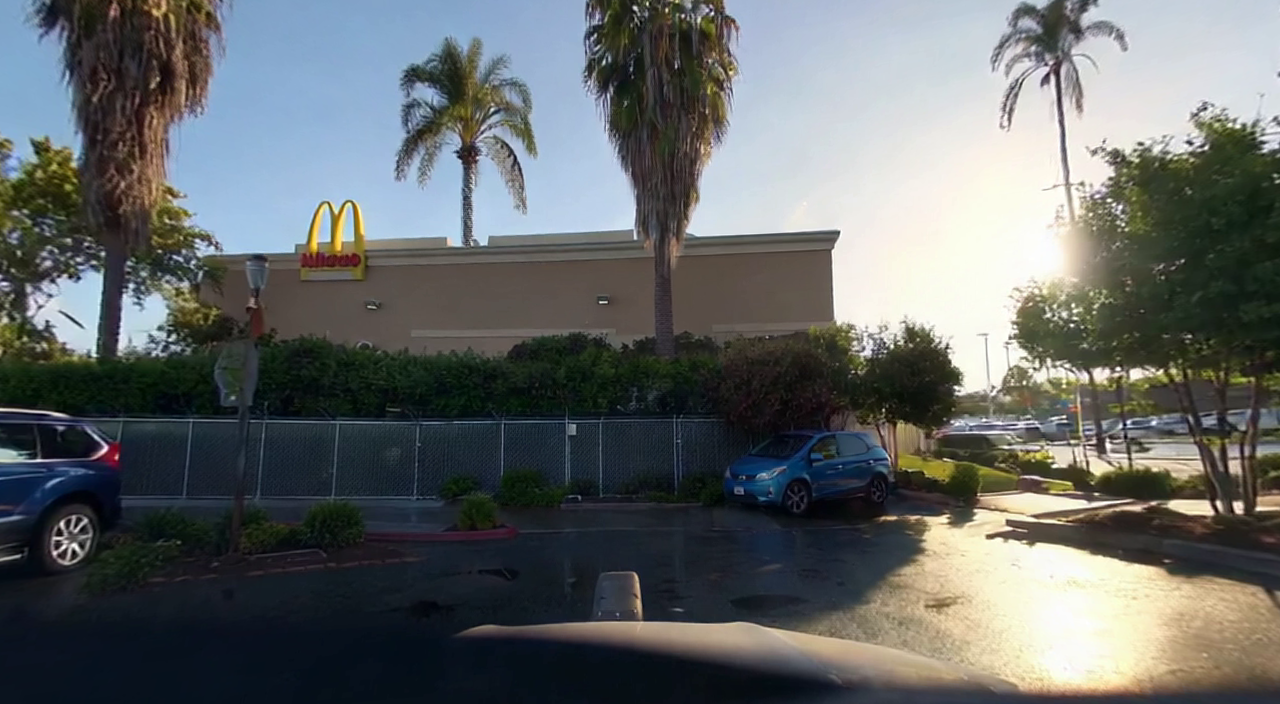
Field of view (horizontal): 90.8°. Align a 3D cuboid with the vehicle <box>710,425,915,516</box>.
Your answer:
[{"bbox_3d":[4.011,2.586,14.591,4.365,1.791,2.073,4,-7,-30],"label":"vehicle"}]

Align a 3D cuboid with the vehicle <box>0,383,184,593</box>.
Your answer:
[{"bbox_3d":[-6.789,1.236,5.717,1.943,1.890,4.472,0,-8,0],"label":"vehicle"}]
